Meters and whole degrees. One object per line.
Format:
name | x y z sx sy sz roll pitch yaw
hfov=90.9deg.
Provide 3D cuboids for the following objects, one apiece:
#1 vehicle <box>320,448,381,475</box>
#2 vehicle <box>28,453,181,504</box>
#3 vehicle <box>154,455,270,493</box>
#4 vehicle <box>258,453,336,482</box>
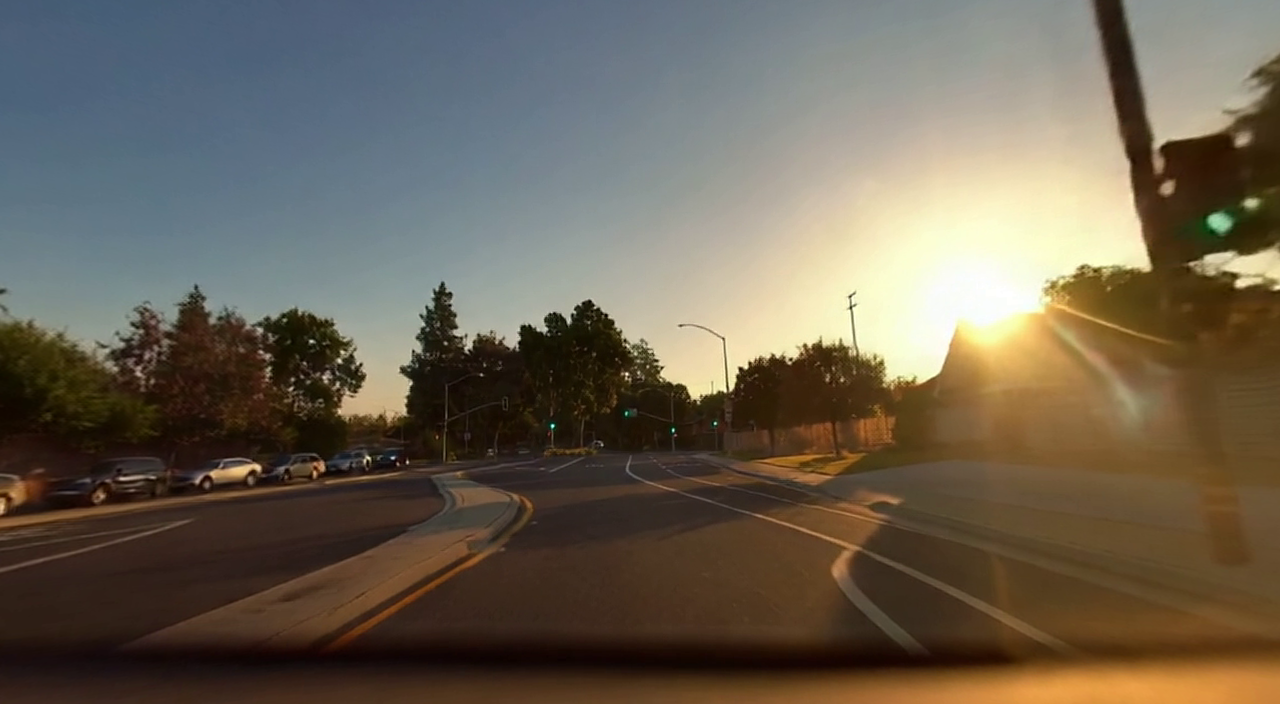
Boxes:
vehicle | -20.956 7.917 45.878 2.148 1.856 4.632 0 -8 2
vehicle | -21.454 5.034 25.589 1.974 1.704 4.628 1 -8 2
vehicle | -21.207 6.041 31.593 1.954 1.575 5.225 0 -8 3
vehicle | -20.992 7.057 38.859 1.883 1.506 4.863 1 -8 2
